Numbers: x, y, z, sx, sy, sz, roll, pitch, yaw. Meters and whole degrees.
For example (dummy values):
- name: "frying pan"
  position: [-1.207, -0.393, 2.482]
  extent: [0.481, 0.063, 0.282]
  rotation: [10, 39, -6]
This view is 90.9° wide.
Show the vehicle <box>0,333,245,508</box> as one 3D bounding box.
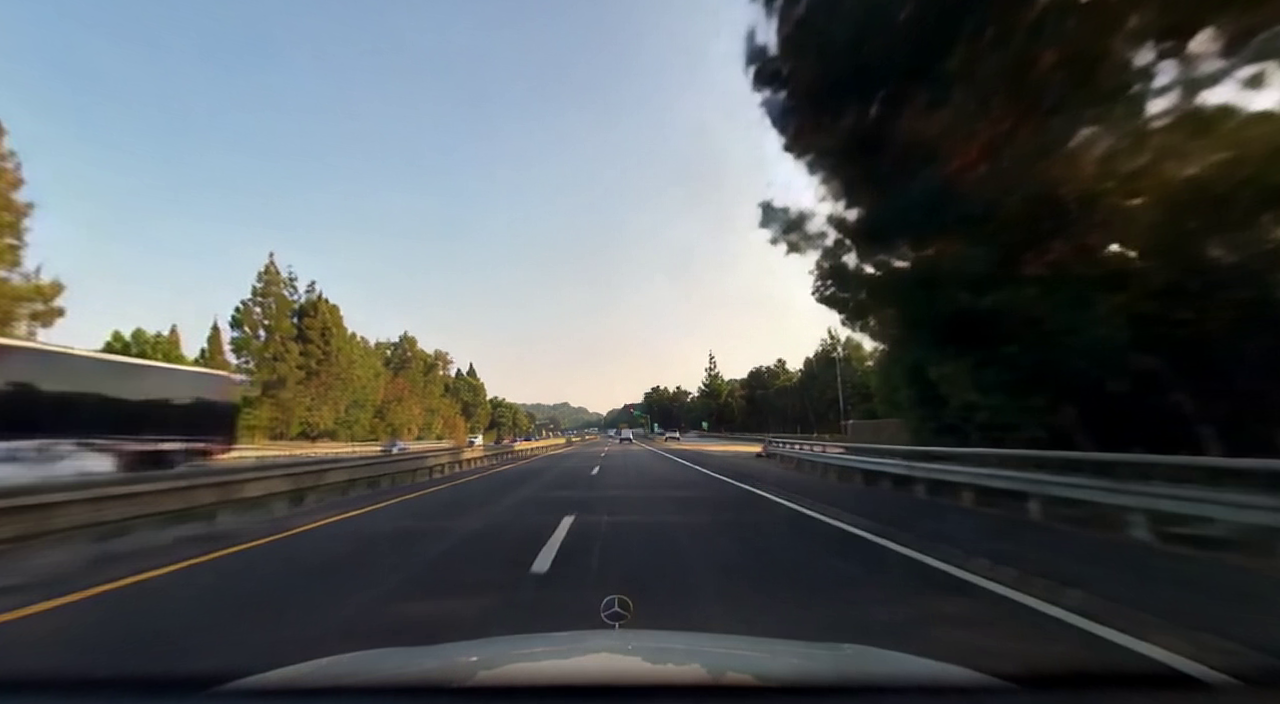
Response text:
- name: "vehicle"
  position: [-16.571, 1.938, 17.211]
  extent: [2.884, 4.071, 14.033]
  rotation: [0, -8, -2]
